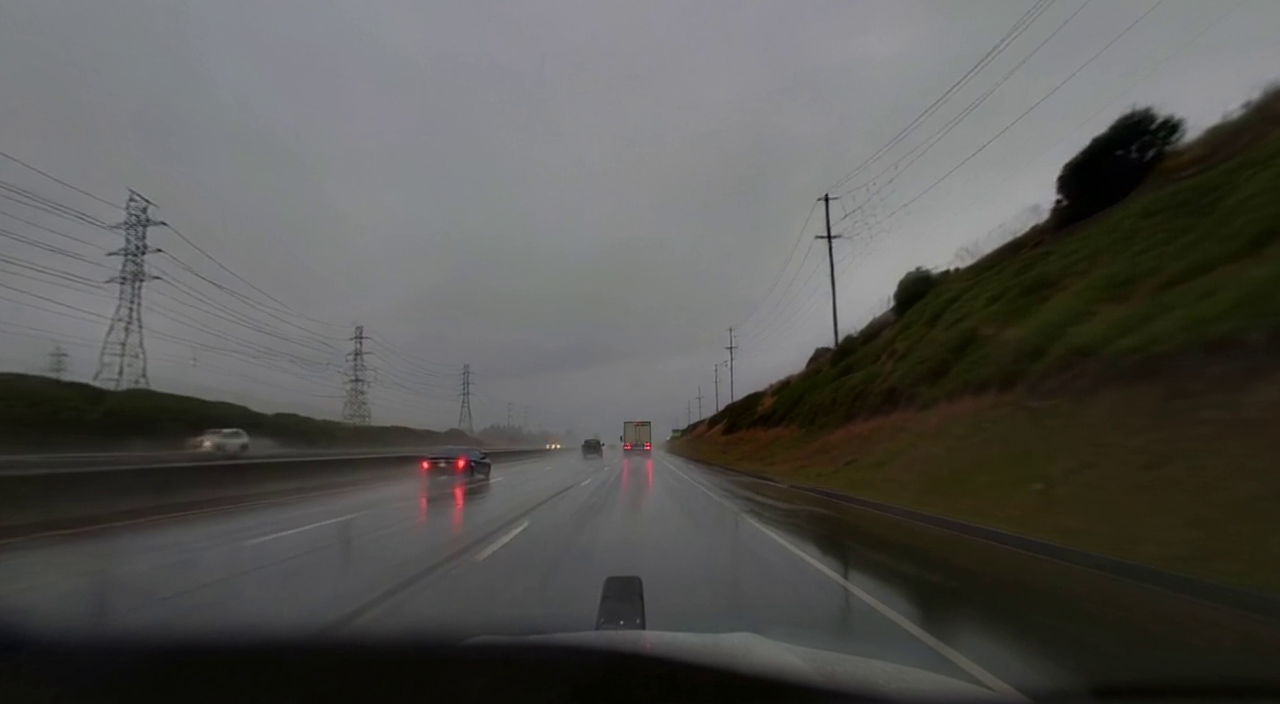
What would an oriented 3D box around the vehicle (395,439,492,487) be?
[{"bbox_3d":[-7.062,4.039,23.221,2.066,1.558,4.607,0,-9,0],"label":"vehicle"}]
